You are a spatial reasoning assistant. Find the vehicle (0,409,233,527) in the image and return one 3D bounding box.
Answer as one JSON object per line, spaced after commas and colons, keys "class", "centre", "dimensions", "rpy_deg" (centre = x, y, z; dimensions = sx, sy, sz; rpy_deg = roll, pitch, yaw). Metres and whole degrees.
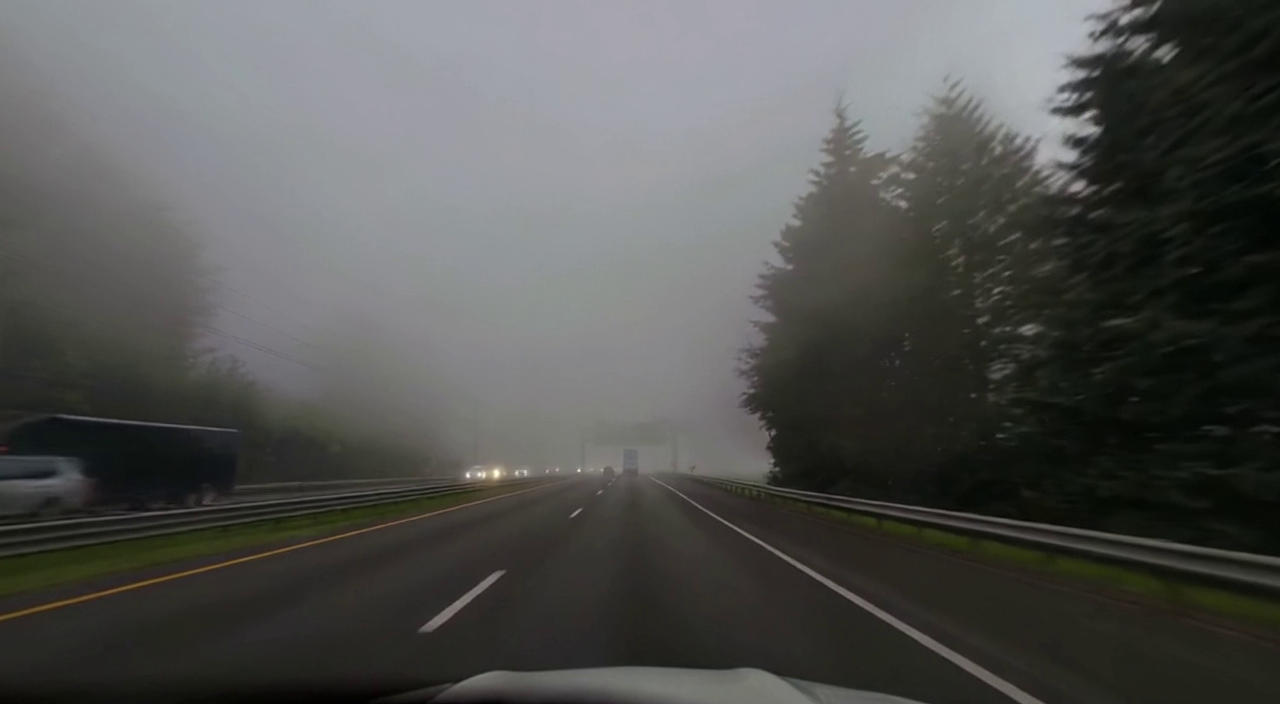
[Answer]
{"class": "vehicle", "centre": [-16.525, 3.585, 19.570], "dimensions": [2.646, 2.925, 7.512], "rpy_deg": [1, -11, -1]}
